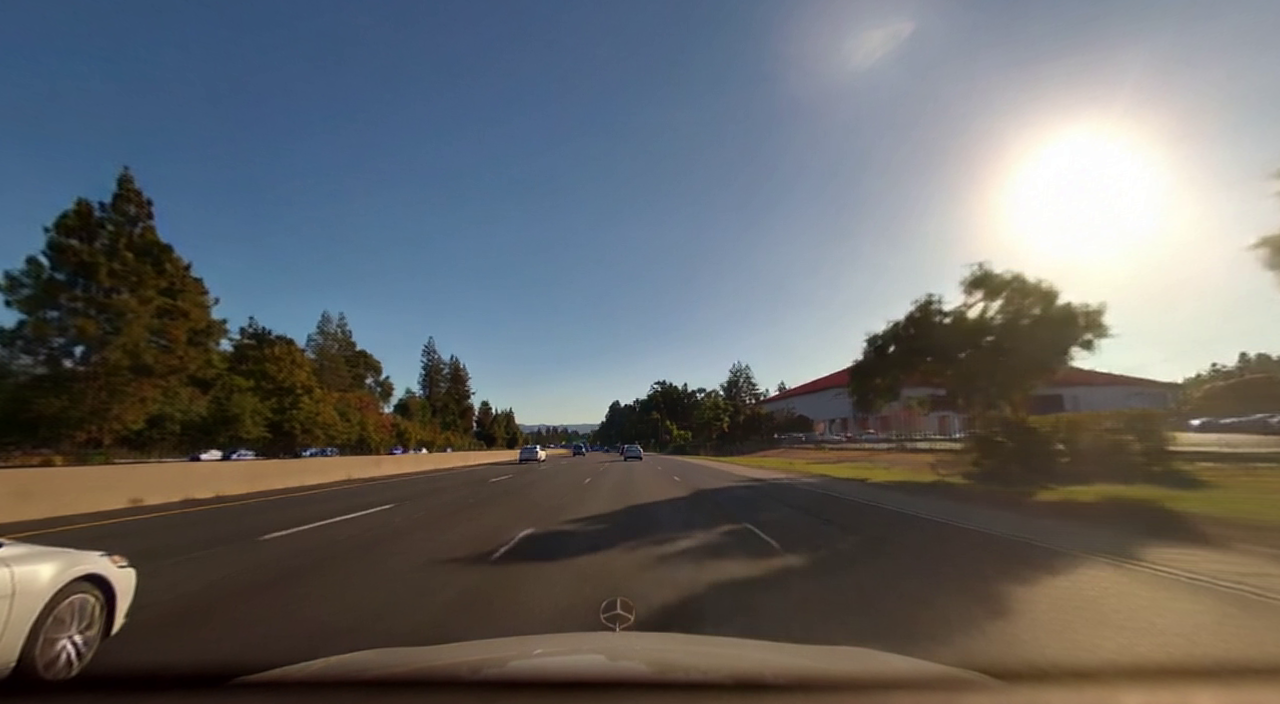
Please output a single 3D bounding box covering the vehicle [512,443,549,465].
[{"bbox_3d":[-8.015,7.519,46.710,1.991,1.572,4.314,0,-9,0],"label":"vehicle"}]
